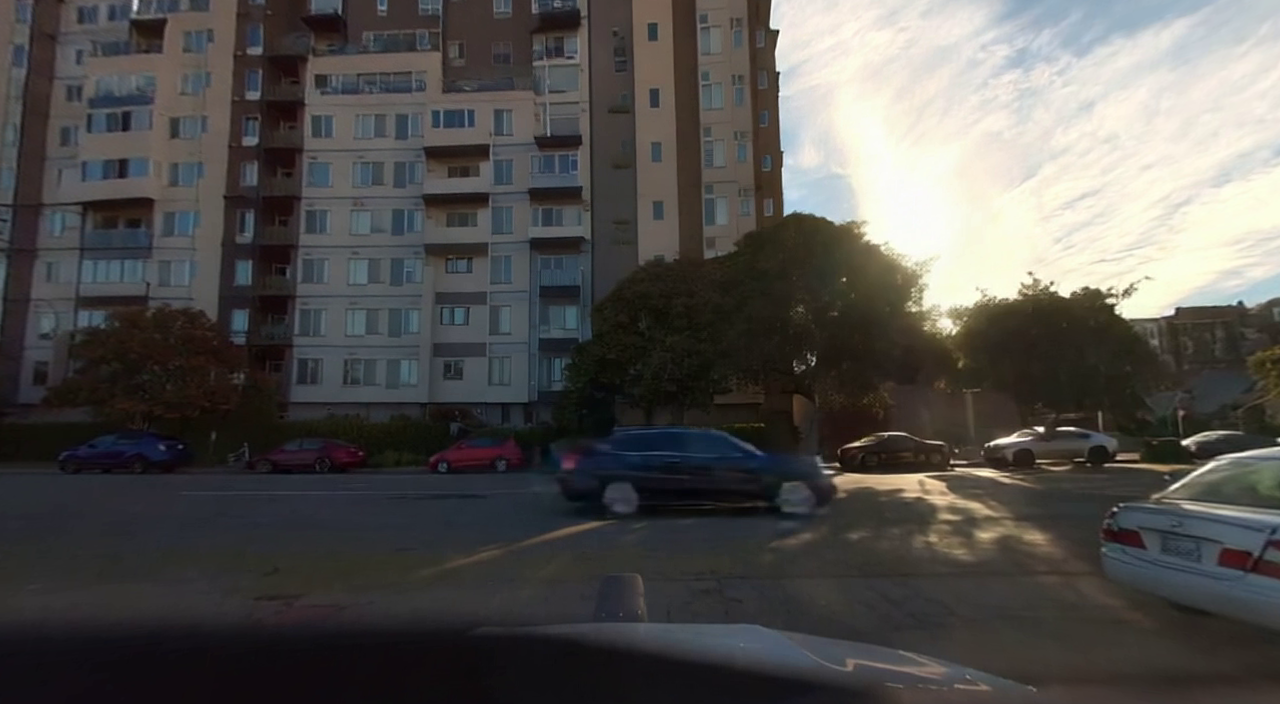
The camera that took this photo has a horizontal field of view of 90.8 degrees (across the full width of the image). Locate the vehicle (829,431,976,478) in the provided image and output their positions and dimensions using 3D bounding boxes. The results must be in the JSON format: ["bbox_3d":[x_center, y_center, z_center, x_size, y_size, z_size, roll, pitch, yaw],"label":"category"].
[{"bbox_3d":[9.451,3.690,22.948,4.521,1.411,1.726,-2,-7,-4],"label":"vehicle"}]

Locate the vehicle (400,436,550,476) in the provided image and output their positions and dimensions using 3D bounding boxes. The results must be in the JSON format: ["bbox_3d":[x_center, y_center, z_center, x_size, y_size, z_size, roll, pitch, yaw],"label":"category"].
[{"bbox_3d":[-5.765,3.725,22.563,4.851,1.339,1.785,0,-10,-2],"label":"vehicle"}]

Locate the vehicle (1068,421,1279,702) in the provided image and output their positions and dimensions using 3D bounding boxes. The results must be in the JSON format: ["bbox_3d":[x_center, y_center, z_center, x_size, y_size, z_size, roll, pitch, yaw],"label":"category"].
[{"bbox_3d":[5.900,1.229,4.173,4.714,1.471,1.978,0,-4,1],"label":"vehicle"}]

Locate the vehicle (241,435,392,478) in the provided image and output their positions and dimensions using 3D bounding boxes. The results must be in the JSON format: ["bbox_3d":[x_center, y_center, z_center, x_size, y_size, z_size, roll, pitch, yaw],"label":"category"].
[{"bbox_3d":[-11.383,3.713,22.461,4.336,1.438,1.776,1,-8,-3],"label":"vehicle"}]

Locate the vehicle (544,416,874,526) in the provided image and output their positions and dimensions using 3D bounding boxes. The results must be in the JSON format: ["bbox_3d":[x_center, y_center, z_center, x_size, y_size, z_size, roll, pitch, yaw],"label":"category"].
[{"bbox_3d":[0.960,1.825,9.939,4.609,1.508,2.039,0,-9,-1],"label":"vehicle"}]

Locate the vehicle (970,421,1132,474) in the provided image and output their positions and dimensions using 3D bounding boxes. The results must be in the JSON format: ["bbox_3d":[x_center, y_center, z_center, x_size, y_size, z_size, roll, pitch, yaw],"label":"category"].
[{"bbox_3d":[15.058,3.517,23.337,4.544,1.780,1.966,-1,-9,-1],"label":"vehicle"}]

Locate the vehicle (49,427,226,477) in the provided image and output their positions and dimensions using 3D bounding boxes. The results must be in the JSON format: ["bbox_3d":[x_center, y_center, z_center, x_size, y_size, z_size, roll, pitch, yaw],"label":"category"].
[{"bbox_3d":[-17.495,3.512,22.202,4.426,1.641,1.889,1,-9,-5],"label":"vehicle"}]
